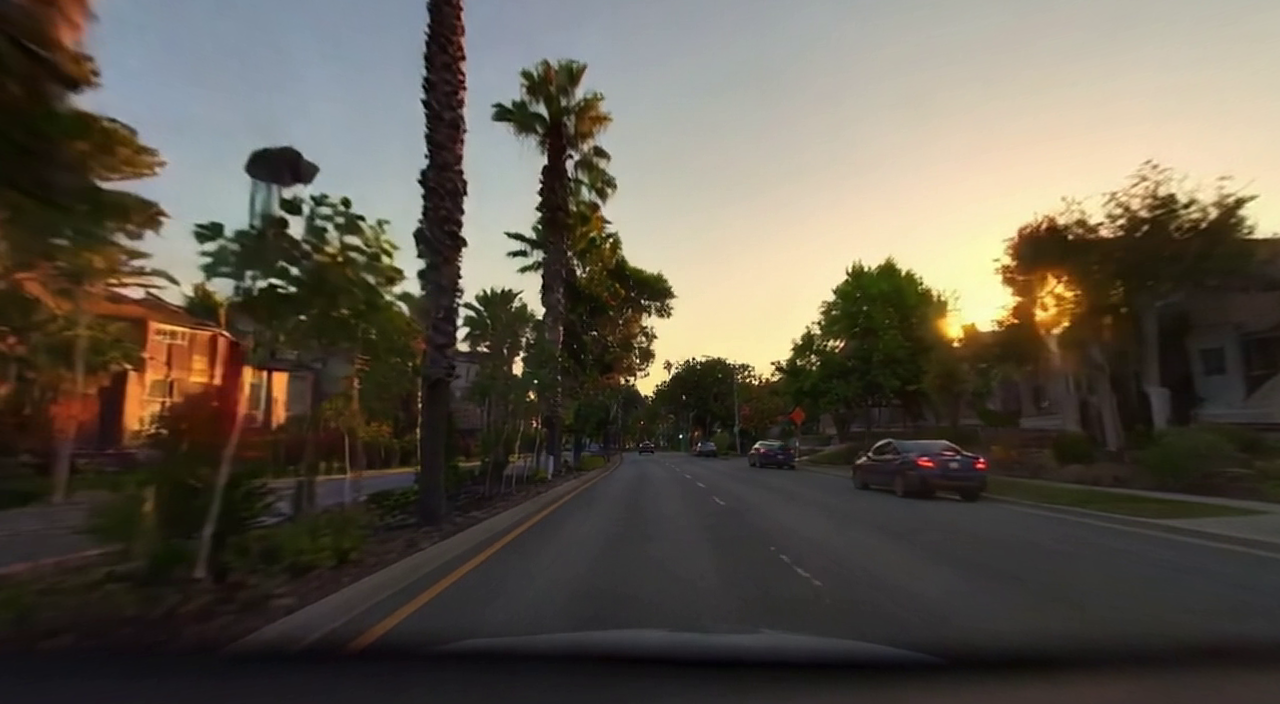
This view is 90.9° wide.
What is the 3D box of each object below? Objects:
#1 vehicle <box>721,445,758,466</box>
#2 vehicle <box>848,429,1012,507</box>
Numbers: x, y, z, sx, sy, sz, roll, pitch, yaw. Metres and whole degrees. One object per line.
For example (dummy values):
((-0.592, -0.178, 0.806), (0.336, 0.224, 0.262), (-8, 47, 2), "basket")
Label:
((7.350, 7.687, 47.002), (1.987, 1.469, 4.497), (0, -8, -1), "vehicle")
((6.995, 2.838, 15.898), (2.126, 1.639, 4.539), (0, -8, 3), "vehicle")
